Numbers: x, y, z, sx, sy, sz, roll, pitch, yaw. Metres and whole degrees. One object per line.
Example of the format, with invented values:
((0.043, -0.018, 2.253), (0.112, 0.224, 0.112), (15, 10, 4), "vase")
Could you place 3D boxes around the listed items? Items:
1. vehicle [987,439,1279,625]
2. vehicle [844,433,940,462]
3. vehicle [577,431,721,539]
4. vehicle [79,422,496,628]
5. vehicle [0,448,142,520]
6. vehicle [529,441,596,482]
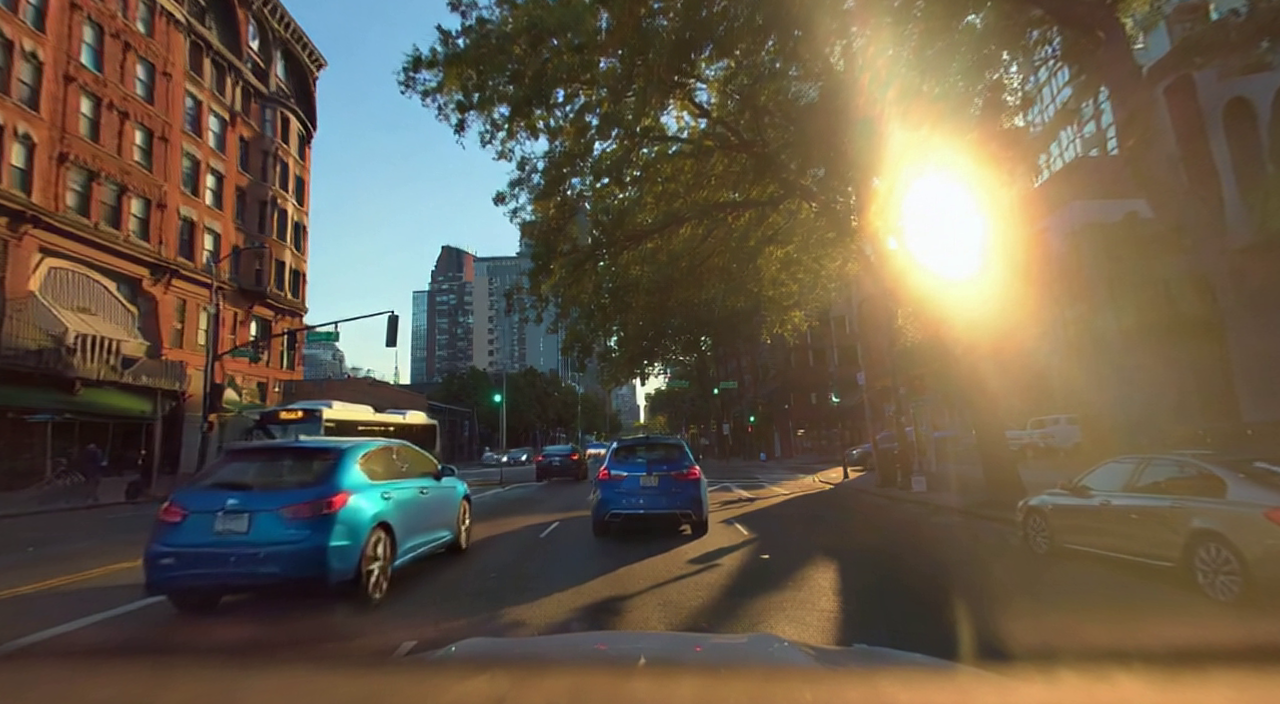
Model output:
((5.997, 1.697, 6.820), (1.873, 1.453, 4.579), (0, -9, 0), "vehicle")
((16.466, 6.284, 41.427), (5.345, 1.811, 2.175), (0, -9, -1), "vehicle")
((0.095, 2.138, 10.670), (2.022, 1.481, 3.564), (0, -9, -1), "vehicle")
((-3.109, 1.615, 6.953), (1.970, 1.492, 4.534), (0, -9, 0), "vehicle")
((-16.225, 3.459, 16.953), (1.914, 1.690, 4.461), (0, -9, 1), "vehicle")
((-3.007, 4.359, 25.455), (2.131, 1.486, 4.089), (0, -9, 1), "vehicle")
